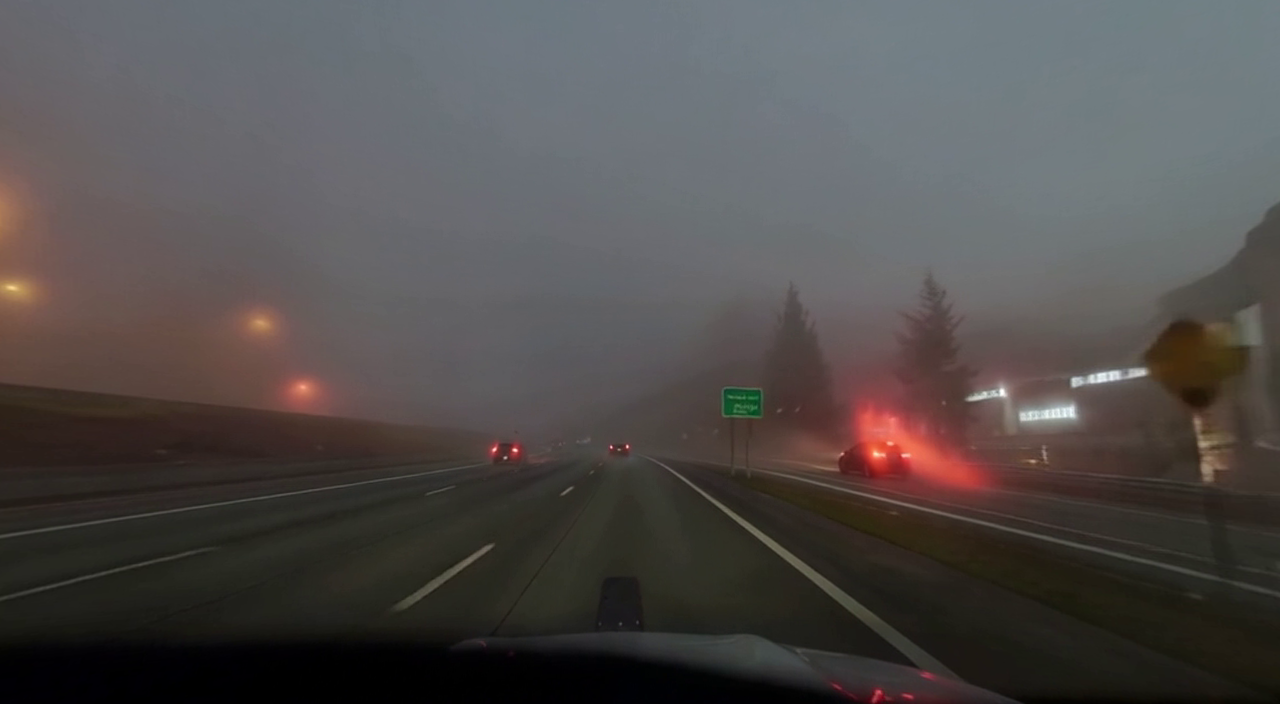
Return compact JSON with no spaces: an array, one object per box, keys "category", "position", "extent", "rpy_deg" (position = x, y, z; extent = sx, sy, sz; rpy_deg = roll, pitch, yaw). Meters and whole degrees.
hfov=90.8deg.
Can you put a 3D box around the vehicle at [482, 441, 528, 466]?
[{"category":"vehicle","position":[-8.372,6.355,39.597],"extent":[2.009,1.454,4.250],"rpy_deg":[0,-9,-1]}]

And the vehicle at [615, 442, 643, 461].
[{"category":"vehicle","position":[-0.867,7.655,48.770],"extent":[2.038,1.414,4.357],"rpy_deg":[0,-9,-2]}]

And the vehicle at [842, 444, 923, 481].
[{"category":"vehicle","position":[12.553,5.702,33.022],"extent":[2.023,1.782,4.193],"rpy_deg":[1,-9,-9]}]
